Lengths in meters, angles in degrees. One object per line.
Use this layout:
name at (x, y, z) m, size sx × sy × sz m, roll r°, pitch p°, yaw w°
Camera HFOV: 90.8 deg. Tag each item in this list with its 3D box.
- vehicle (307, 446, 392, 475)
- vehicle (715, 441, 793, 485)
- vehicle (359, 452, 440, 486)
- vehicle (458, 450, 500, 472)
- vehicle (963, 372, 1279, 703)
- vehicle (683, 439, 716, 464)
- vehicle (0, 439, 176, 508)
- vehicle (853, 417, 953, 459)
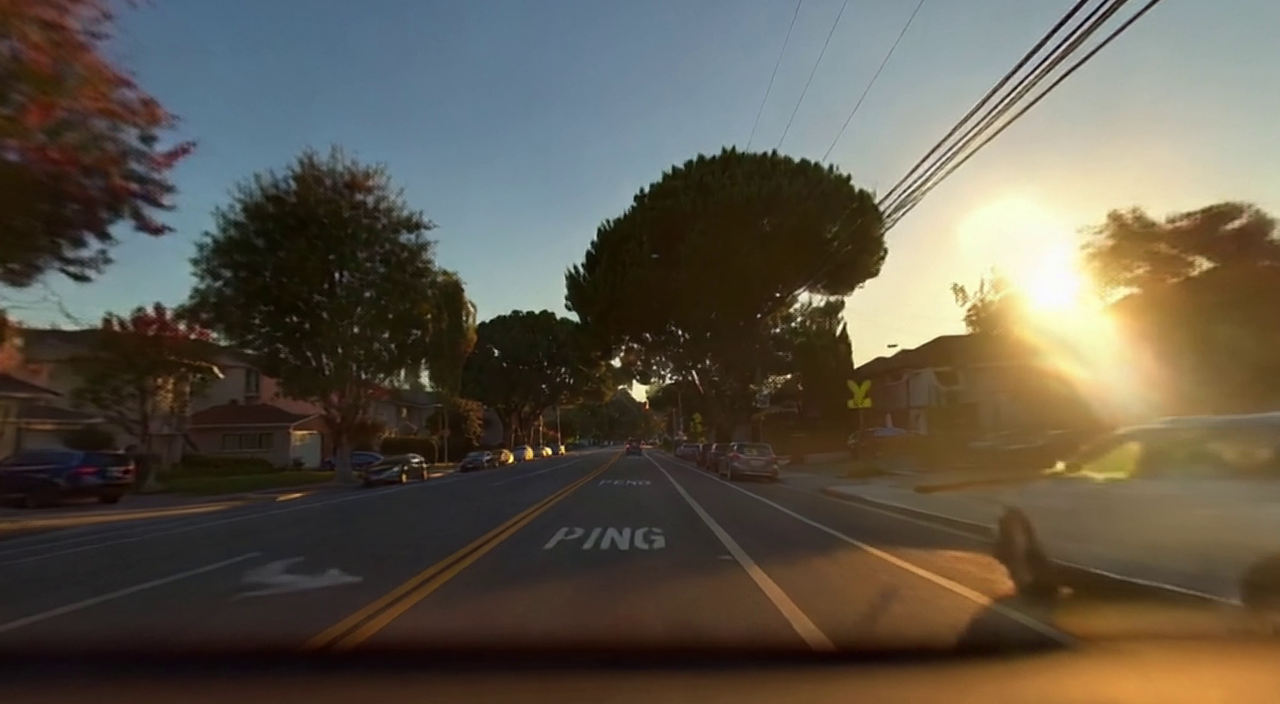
vehicle at (-17.903, 6.673, 39.037) m, size 4.310 × 1.705 × 1.905 m, roll -1°, pitch -9°, yaw 3°
vehicle at (4.305, 4.298, 24.728) m, size 1.920 × 1.541 × 4.709 m, roll 0°, pitch -9°, yaw -3°
vehicle at (-11.547, 5.631, 30.729) m, size 2.079 × 1.509 × 4.591 m, roll 0°, pitch -9°, yaw 1°
vehicle at (-11.687, 7.940, 46.151) m, size 1.867 × 1.452 × 4.331 m, roll -1°, pitch -9°, yaw 1°
vehicle at (4.312, 1.112, 4.091) m, size 2.027 × 1.751 × 4.433 m, roll 0°, pitch -9°, yaw 0°
vehicle at (4.405, 7.455, 47.421) m, size 1.993 × 1.743 × 4.525 m, roll 0°, pitch -9°, yaw -1°
vehicle at (-17.617, 3.641, 19.288) m, size 5.764 × 1.898 × 2.201 m, roll -2°, pitch -9°, yaw 13°
vehicle at (13.224, 4.381, 31.963) m, size 4.180 × 1.707 × 2.083 m, roll 4°, pitch -9°, yaw 1°
